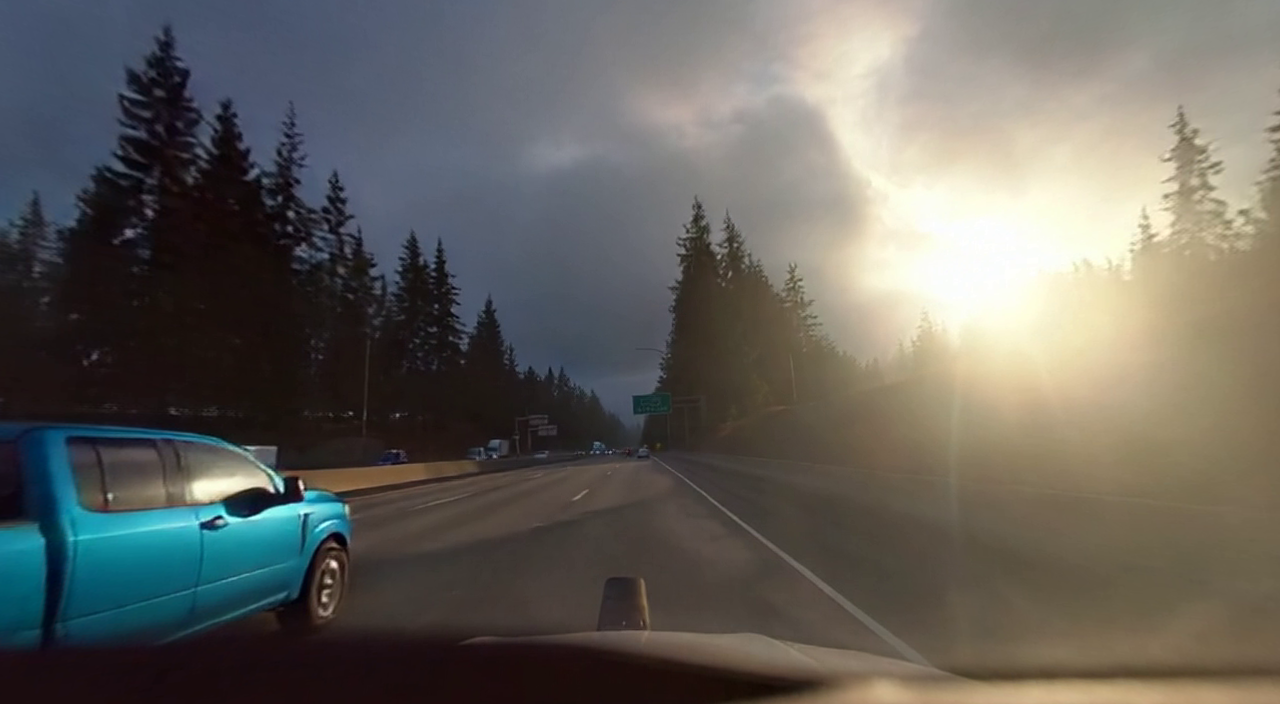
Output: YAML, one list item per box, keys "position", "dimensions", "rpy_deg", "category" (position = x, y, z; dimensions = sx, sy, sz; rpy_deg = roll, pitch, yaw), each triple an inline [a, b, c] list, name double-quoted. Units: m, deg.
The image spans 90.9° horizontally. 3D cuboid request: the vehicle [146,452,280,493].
- position: [-23.356, 6.566, 35.011]
  dimensions: [2.630, 1.897, 6.749]
  rpy_deg: [0, -8, 1]
  category: "vehicle"
